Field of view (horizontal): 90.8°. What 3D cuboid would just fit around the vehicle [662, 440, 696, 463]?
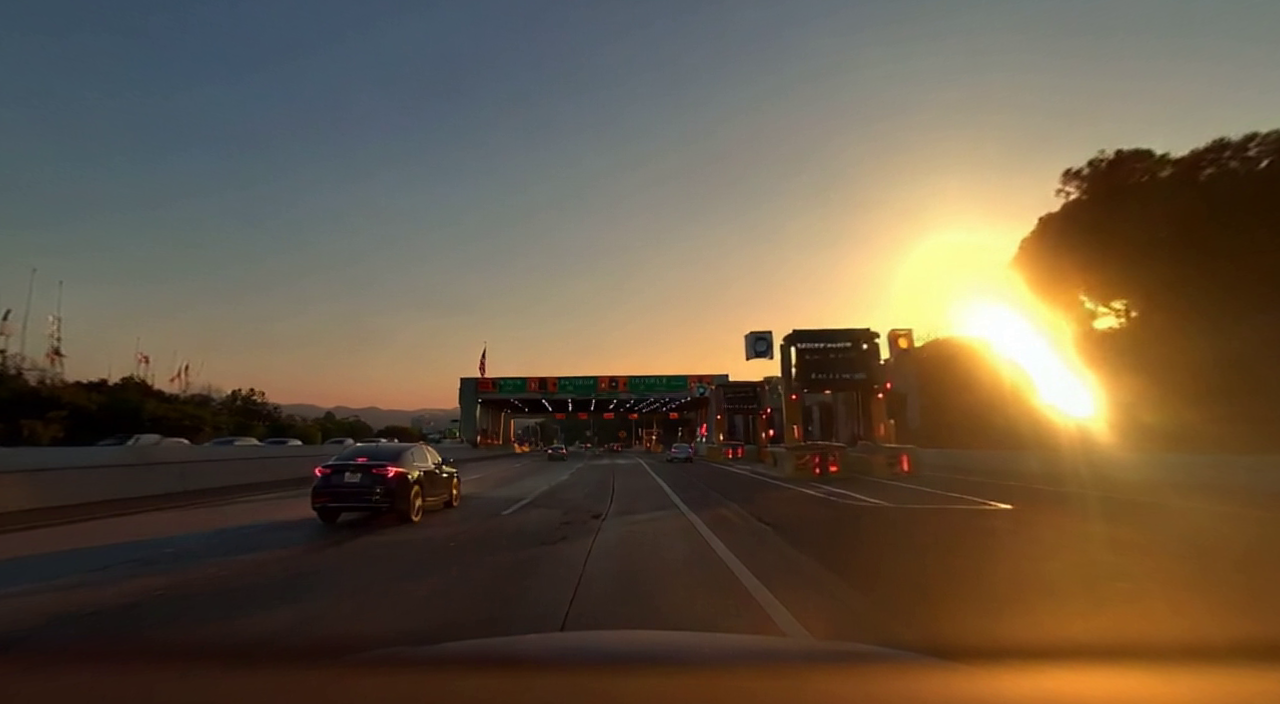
[{"bbox_3d":[2.933,7.591,48.488,2.072,1.639,4.919,0,-8,-2],"label":"vehicle"}]

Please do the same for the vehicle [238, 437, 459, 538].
[{"bbox_3d":[-4.917,2.309,11.502,1.981,1.465,4.334,0,-8,0],"label":"vehicle"}]

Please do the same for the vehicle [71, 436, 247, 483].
[{"bbox_3d":[-21.103,4.678,28.006,2.298,1.856,5.674,-7,-11,39],"label":"vehicle"}]
